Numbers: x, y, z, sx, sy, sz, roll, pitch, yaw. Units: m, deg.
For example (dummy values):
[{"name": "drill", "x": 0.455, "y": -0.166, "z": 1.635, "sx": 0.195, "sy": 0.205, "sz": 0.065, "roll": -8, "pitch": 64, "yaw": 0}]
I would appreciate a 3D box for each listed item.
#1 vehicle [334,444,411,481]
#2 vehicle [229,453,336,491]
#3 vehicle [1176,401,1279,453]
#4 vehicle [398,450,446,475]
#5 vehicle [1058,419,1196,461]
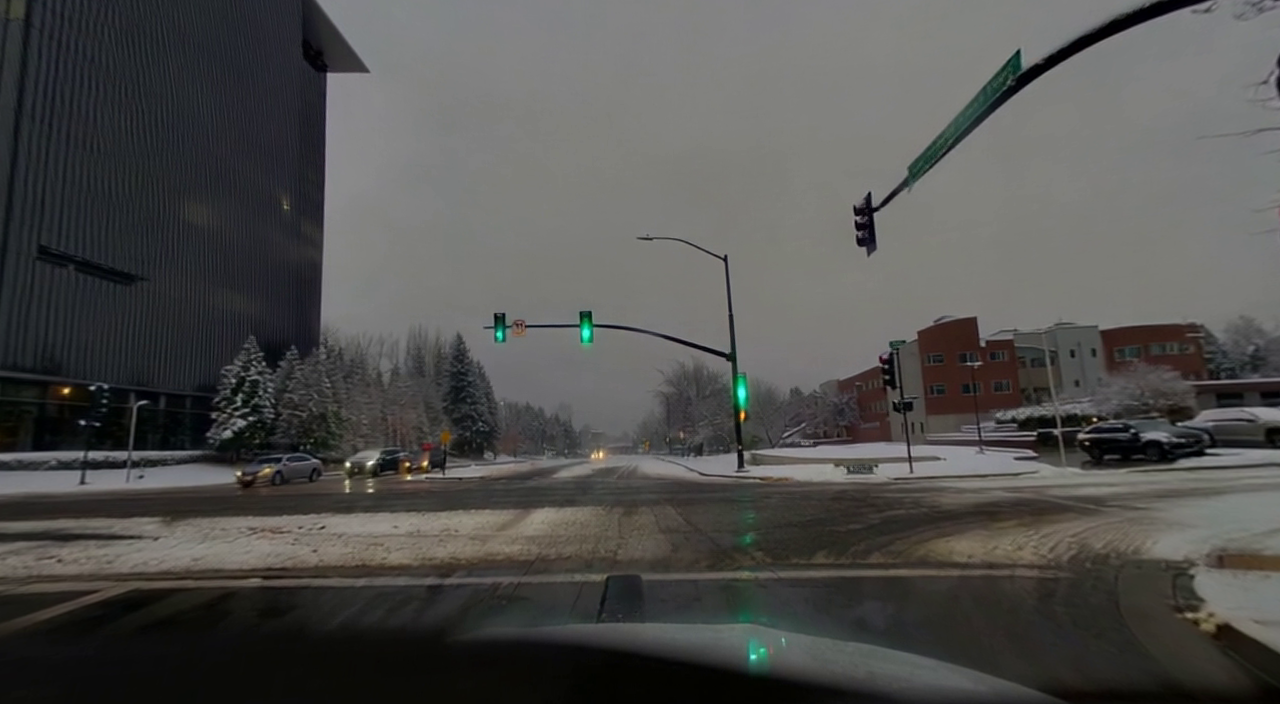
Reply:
[{"name": "vehicle", "x": -14.866, "y": 6.136, "z": 35.369, "sx": 2.091, "sy": 1.915, "sz": 5.040, "roll": 0, "pitch": -9, "yaw": 0}, {"name": "vehicle", "x": -14.892, "y": 4.989, "z": 26.547, "sx": 1.790, "sy": 1.437, "sz": 4.349, "roll": 0, "pitch": -9, "yaw": 2}, {"name": "vehicle", "x": 24.391, "y": 2.993, "z": 24.713, "sx": 2.109, "sy": 1.836, "sz": 5.080, "roll": -2, "pitch": -10, "yaw": -1}, {"name": "vehicle", "x": -15.152, "y": 7.649, "z": 43.957, "sx": 1.932, "sy": 1.605, "sz": 4.146, "roll": 0, "pitch": -9, "yaw": -1}, {"name": "vehicle", "x": 19.079, "y": 3.509, "z": 24.975, "sx": 1.834, "sy": 1.480, "sz": 4.458, "roll": 1, "pitch": -9, "yaw": -1}]
